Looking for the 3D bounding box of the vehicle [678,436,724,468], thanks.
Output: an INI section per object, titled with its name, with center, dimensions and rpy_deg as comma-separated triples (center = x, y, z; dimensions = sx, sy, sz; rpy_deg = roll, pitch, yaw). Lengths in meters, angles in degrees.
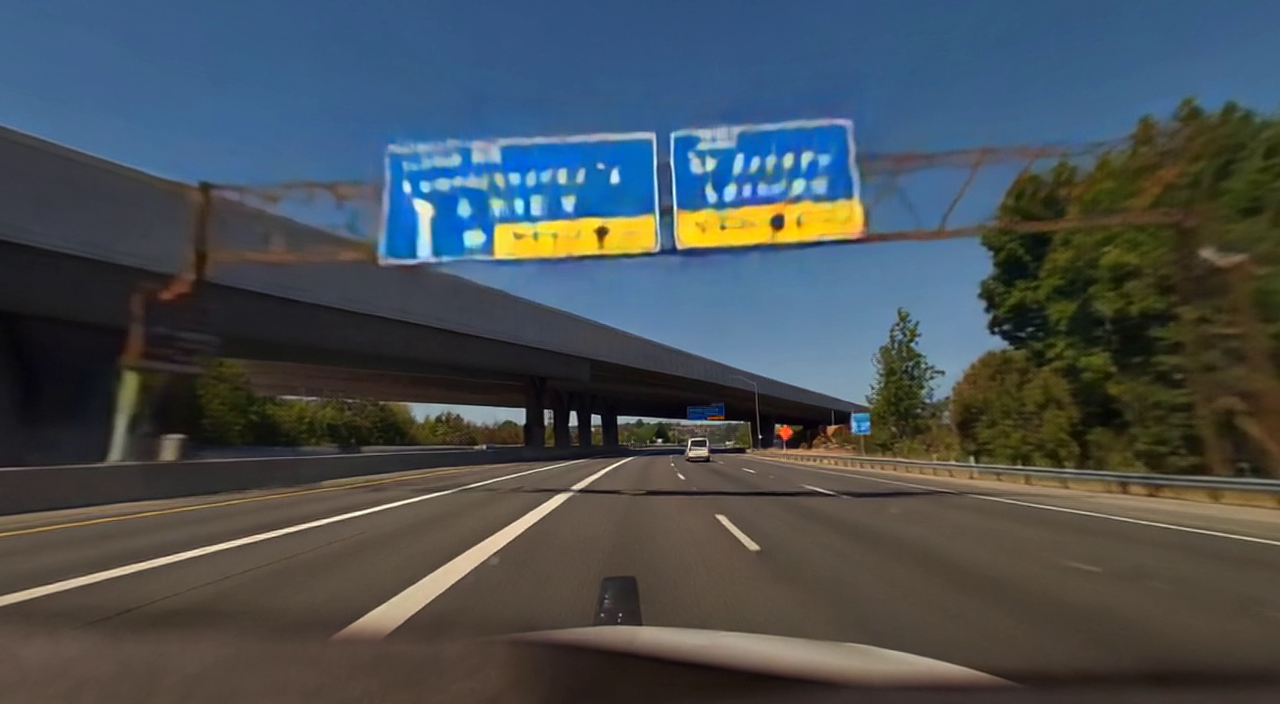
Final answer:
[vehicle]
center = 3.549, 5.902, 37.389
dimensions = 2.224, 1.738, 4.376
rpy_deg = 0, -9, -1
